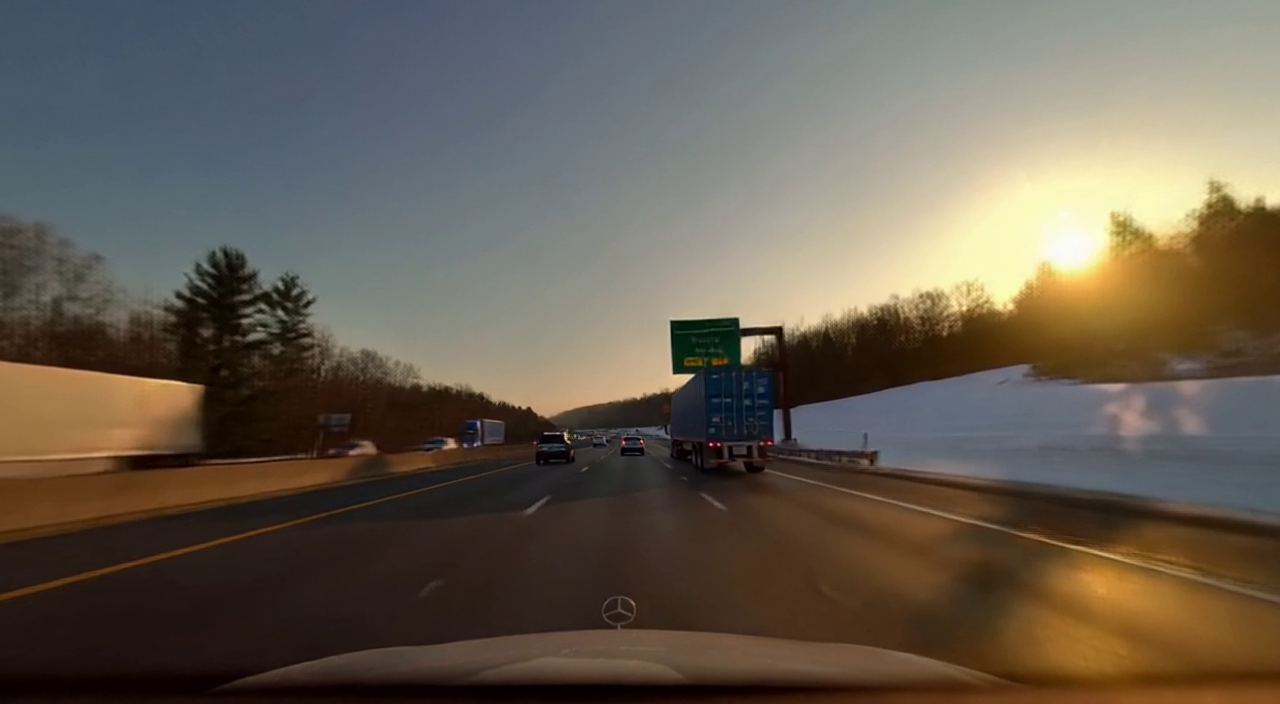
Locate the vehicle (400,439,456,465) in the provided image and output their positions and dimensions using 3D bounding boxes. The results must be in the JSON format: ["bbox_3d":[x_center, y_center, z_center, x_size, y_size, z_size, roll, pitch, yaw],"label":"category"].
[{"bbox_3d":[-12.798,6.036,38.224,1.892,1.492,4.233,0,-8,0],"label":"vehicle"}]

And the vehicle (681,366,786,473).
[{"bbox_3d":[3.606,2.942,26.587,2.883,3.836,7.894,0,-8,-3],"label":"vehicle"}]

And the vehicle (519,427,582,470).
[{"bbox_3d":[-3.683,4.058,26.695,2.054,1.671,4.445,0,-8,0],"label":"vehicle"}]

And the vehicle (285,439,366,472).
[{"bbox_3d":[-16.000,5.257,32.257,1.901,1.533,4.355,0,-8,0],"label":"vehicle"}]

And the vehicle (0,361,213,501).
[{"bbox_3d":[-19.921,2.872,22.727,2.931,4.073,8.582,0,-8,-1],"label":"vehicle"}]

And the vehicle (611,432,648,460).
[{"bbox_3d":[-0.646,5.676,38.254,2.088,1.567,4.240,0,-8,-1],"label":"vehicle"}]
